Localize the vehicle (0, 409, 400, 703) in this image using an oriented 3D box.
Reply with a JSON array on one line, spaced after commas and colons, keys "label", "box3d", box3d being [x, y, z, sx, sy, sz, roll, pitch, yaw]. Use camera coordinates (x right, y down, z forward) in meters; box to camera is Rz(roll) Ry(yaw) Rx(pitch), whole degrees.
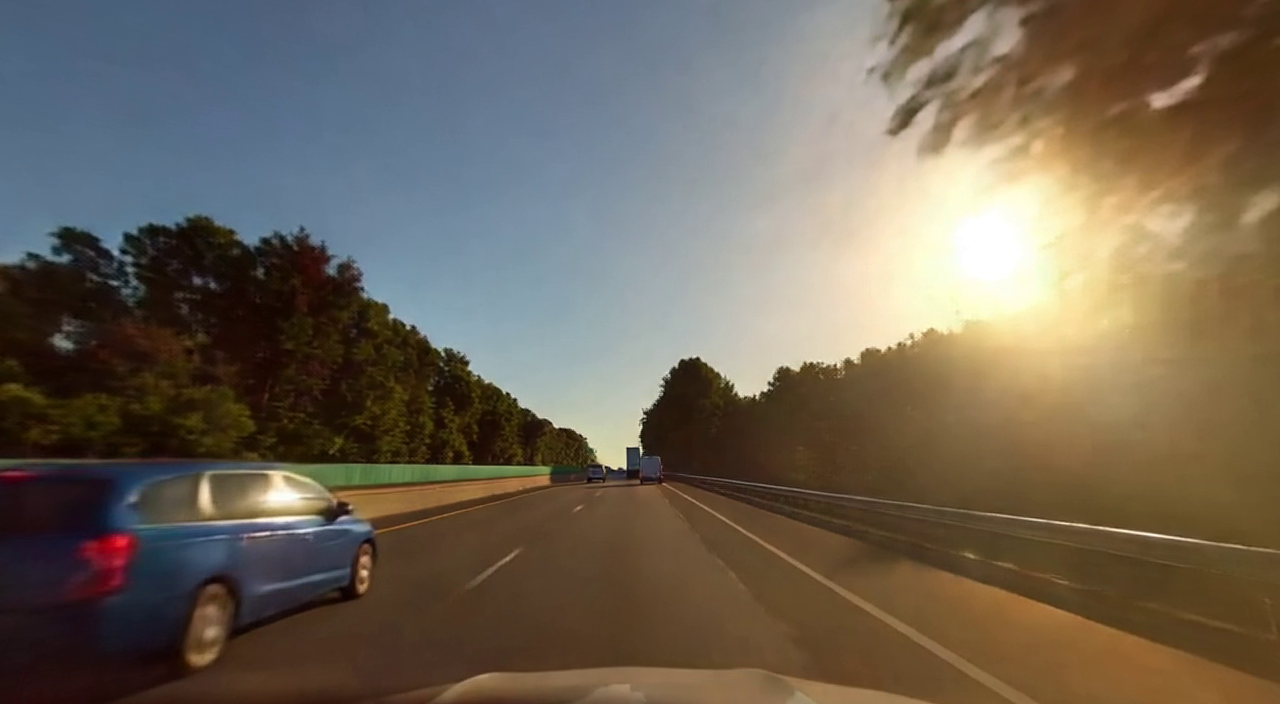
[{"label": "vehicle", "box3d": [-3.355, 1.242, 3.838, 2.038, 1.490, 4.391, 1, -11, 0]}]
